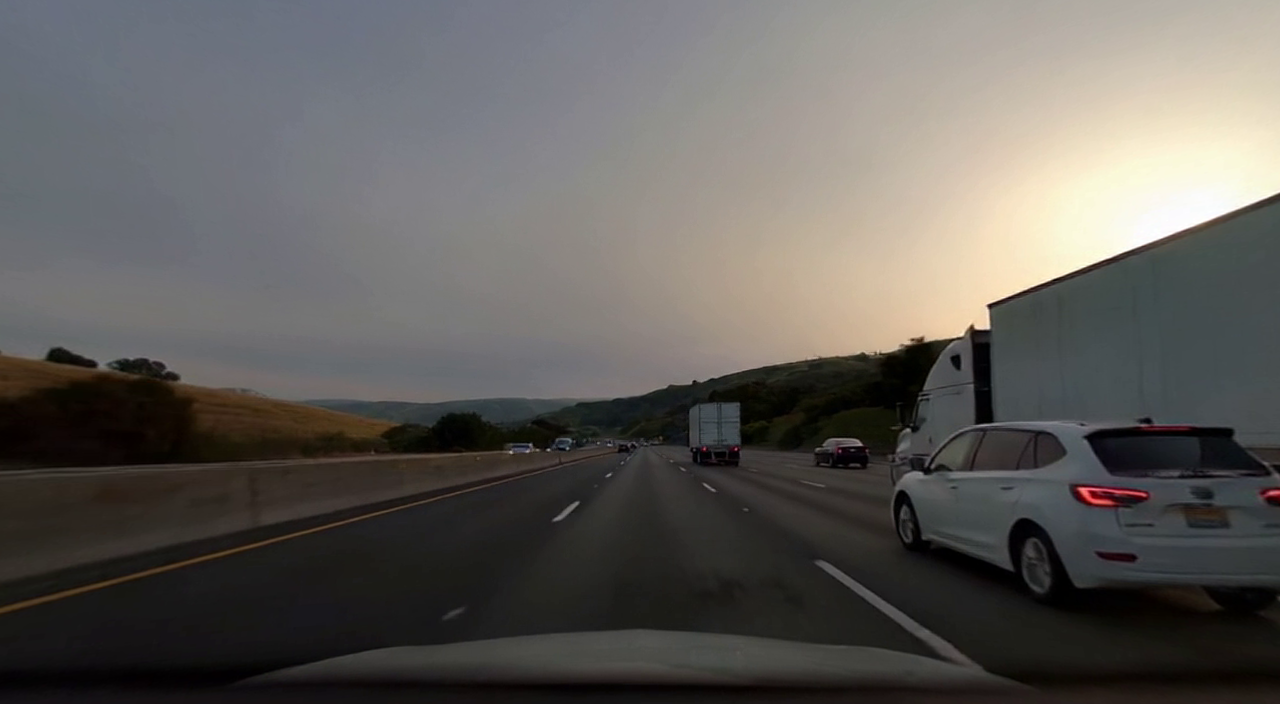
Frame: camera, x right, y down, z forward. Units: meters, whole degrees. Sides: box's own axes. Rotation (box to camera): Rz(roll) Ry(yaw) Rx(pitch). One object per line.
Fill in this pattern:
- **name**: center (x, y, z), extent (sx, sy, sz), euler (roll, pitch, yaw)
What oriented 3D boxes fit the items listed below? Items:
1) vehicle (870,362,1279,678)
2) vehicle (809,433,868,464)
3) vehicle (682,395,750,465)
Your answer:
- **vehicle**: center (3.908, 1.237, 5.656), extent (2.055, 1.737, 4.224), euler (0, -9, 0)
- **vehicle**: center (11.978, 5.866, 38.410), extent (2.046, 1.741, 4.769), euler (0, -9, 0)
- **vehicle**: center (4.622, 5.196, 40.882), extent (3.049, 3.968, 10.706), euler (0, -9, 0)
